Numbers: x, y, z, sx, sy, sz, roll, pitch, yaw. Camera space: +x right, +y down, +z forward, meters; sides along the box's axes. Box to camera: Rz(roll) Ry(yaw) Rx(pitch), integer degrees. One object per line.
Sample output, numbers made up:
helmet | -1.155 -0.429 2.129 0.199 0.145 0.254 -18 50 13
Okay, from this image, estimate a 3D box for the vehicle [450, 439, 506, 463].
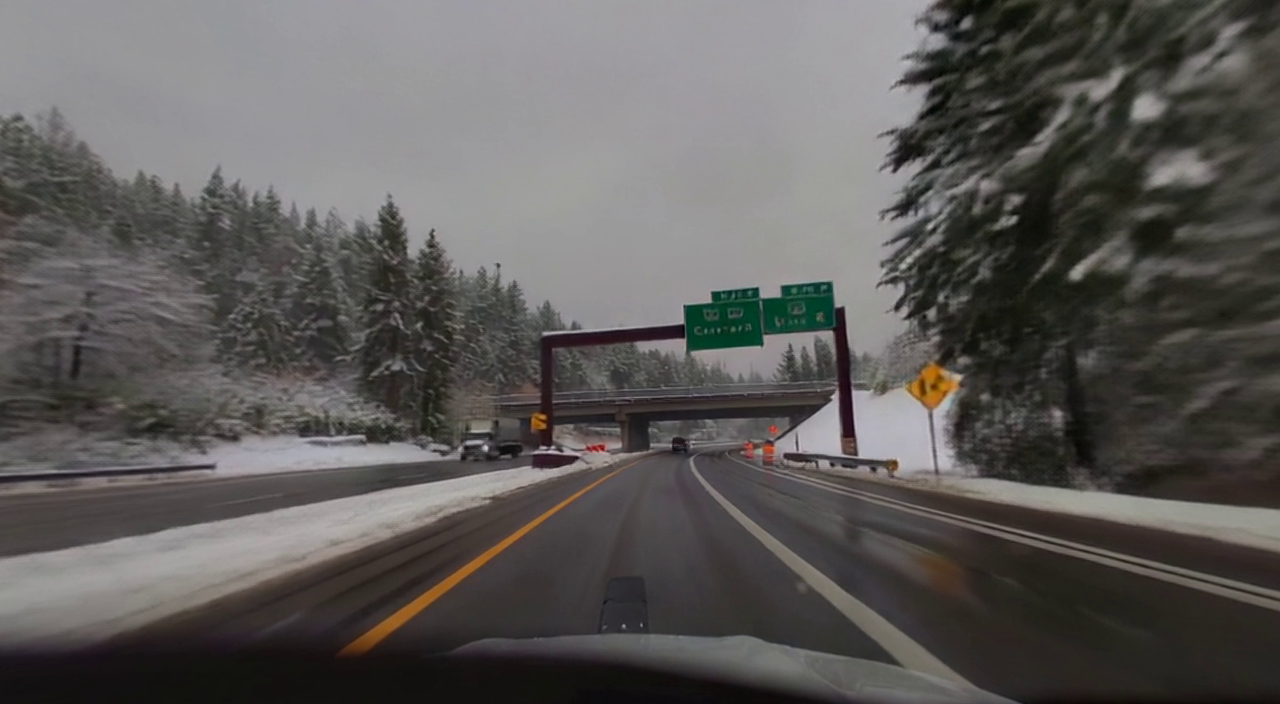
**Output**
vehicle | -12.288 7.511 48.205 2.324 1.720 5.521 -1 -8 6
